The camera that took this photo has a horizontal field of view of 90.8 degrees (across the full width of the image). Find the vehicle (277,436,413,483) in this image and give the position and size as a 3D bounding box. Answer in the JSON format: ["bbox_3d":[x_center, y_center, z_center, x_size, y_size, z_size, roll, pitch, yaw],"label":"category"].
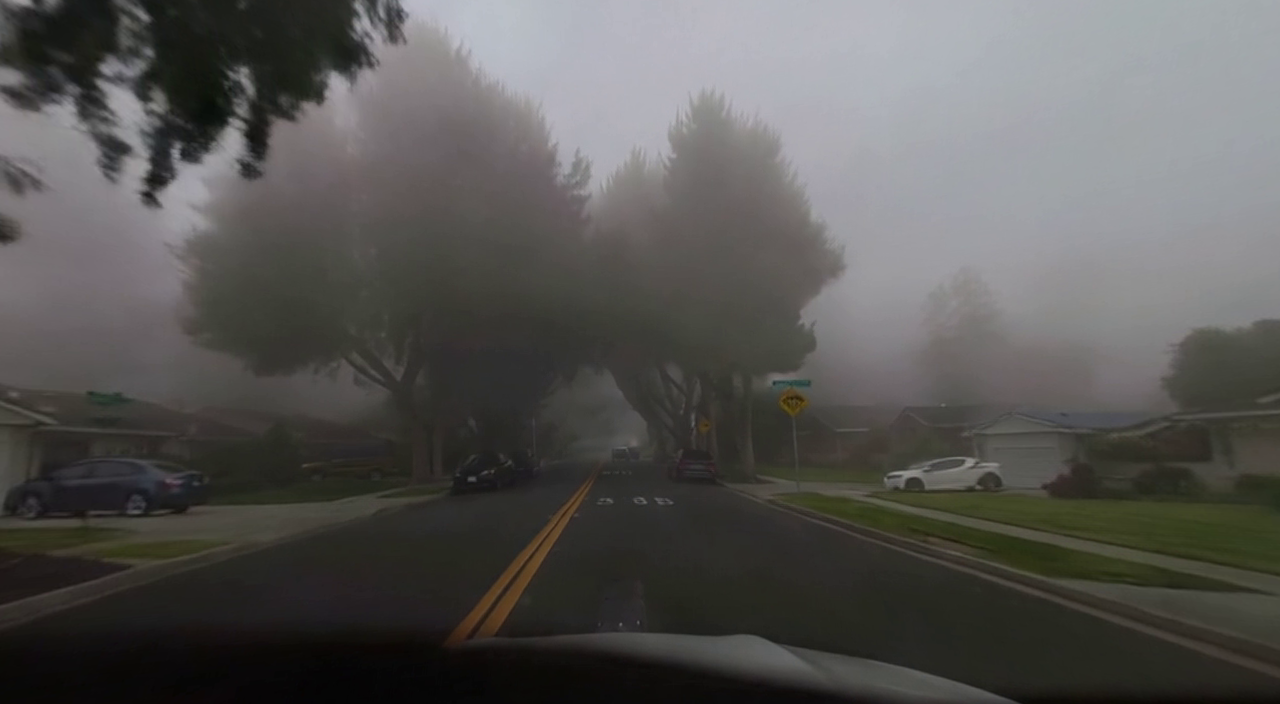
[{"bbox_3d":[-13.672,5.006,29.544,5.234,2.076,2.197,0,-9,0],"label":"vehicle"}]

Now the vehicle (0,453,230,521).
[{"bbox_3d":[-12.613,3.228,15.336,3.989,1.485,1.814,0,-9,-3],"label":"vehicle"}]

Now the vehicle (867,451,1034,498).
[{"bbox_3d":[10.361,4.105,21.341,4.628,1.403,1.926,0,-9,-4],"label":"vehicle"}]

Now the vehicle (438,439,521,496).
[{"bbox_3d":[-6.319,4.561,25.515,2.155,1.907,5.100,-2,-7,-1],"label":"vehicle"}]

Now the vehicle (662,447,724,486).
[{"bbox_3d":[2.162,4.832,27.031,2.047,1.532,4.350,0,-9,-4],"label":"vehicle"}]
